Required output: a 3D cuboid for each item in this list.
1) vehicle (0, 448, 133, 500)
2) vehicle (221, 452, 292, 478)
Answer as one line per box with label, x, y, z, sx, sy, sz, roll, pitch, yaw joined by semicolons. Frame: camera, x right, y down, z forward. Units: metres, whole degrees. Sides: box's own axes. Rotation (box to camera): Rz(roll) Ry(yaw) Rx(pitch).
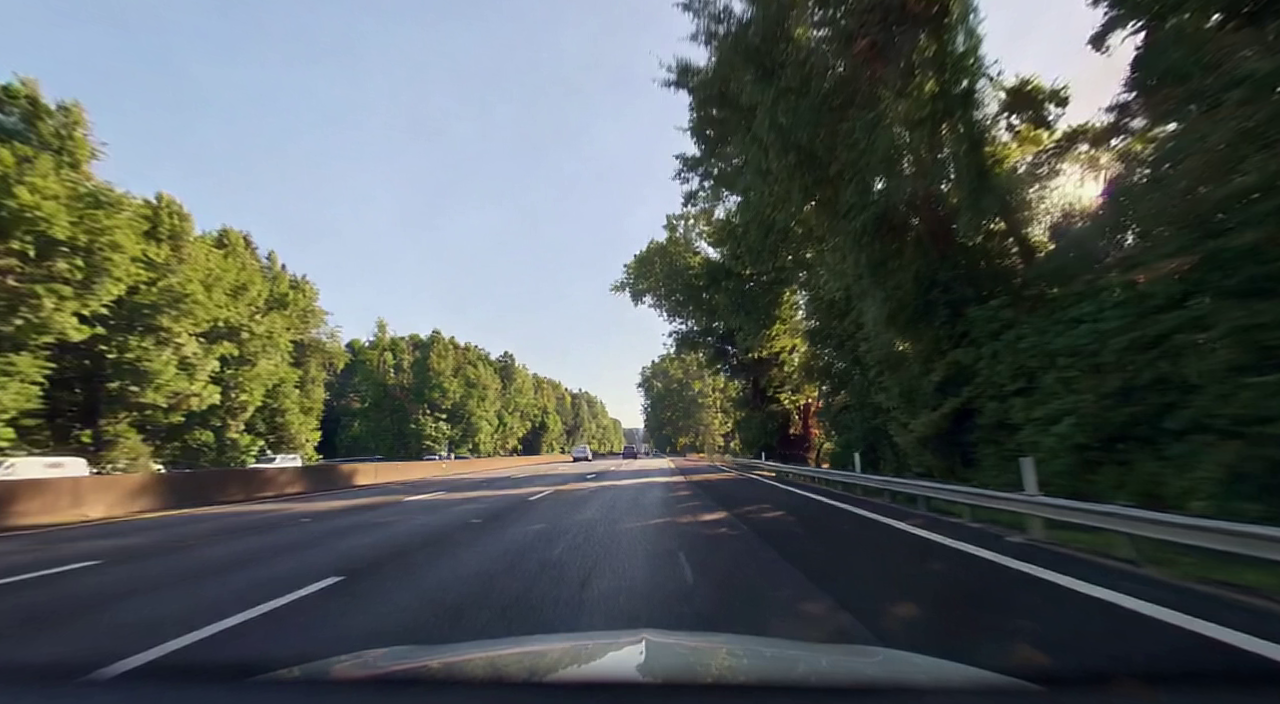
vehicle;-39.678;8.041;42.495;2.804;3.028;9.309;0;-8;2
vehicle;-23.929;7.061;39.403;1.710;1.457;4.093;0;-8;3
